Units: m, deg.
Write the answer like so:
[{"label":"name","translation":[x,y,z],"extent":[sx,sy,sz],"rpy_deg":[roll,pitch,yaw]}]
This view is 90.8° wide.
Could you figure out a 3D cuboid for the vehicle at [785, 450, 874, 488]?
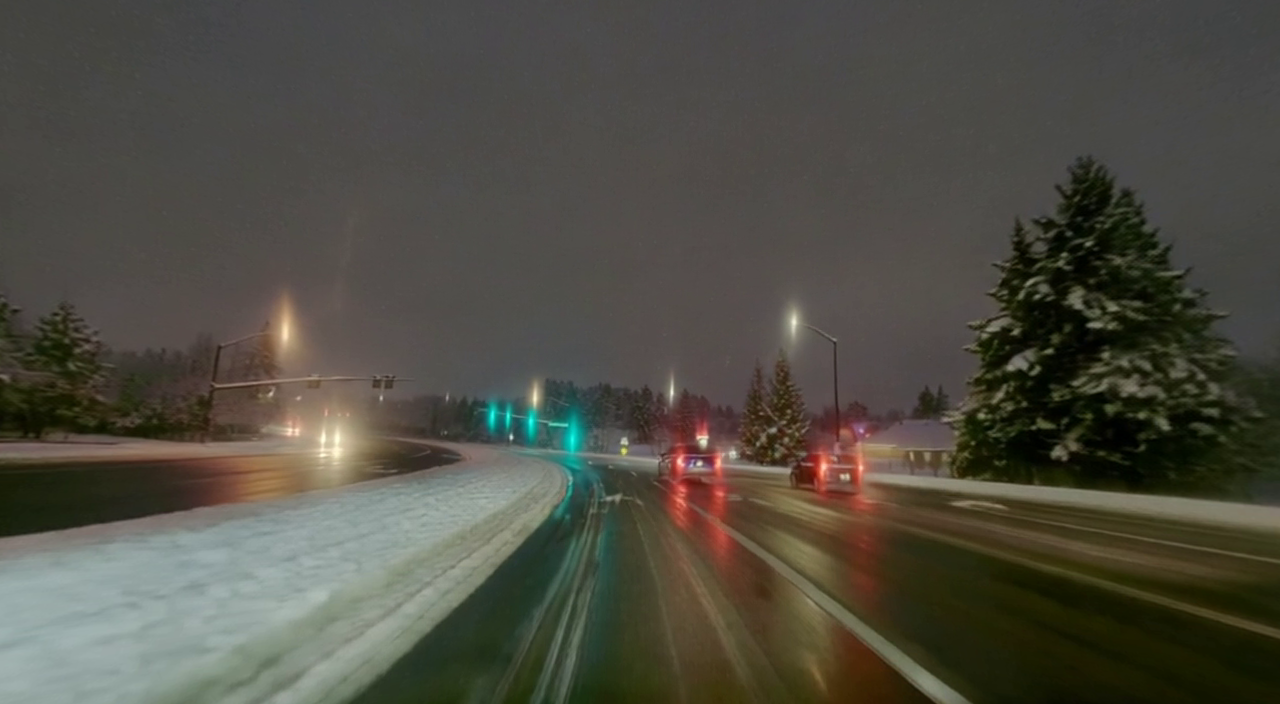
[{"label":"vehicle","translation":[8.158,5.052,27.712],"extent":[1.940,1.460,4.652],"rpy_deg":[1,-8,-8]}]

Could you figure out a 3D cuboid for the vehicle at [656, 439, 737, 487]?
[{"label":"vehicle","translation":[2.017,4.183,24.131],"extent":[2.122,1.646,4.525],"rpy_deg":[1,-8,-7]}]
